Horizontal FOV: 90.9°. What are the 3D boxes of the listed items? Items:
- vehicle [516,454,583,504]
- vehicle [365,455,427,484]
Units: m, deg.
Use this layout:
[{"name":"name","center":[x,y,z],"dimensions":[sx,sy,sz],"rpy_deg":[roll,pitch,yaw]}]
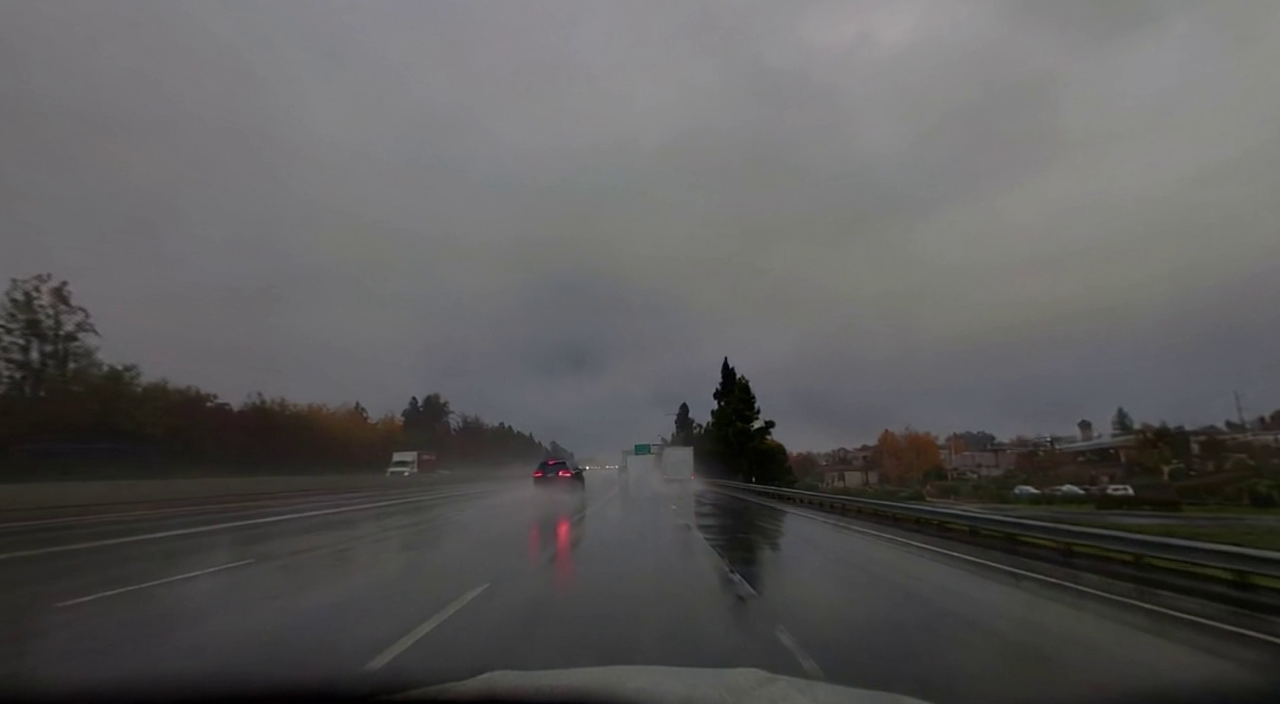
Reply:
[{"name":"vehicle","center":[-3.682,5.296,26.458],"dimensions":[2.036,1.835,4.888],"rpy_deg":[1,-10,0]},{"name":"vehicle","center":[-18.087,8.769,47.011],"dimensions":[2.157,2.031,5.648],"rpy_deg":[0,-10,2]}]
